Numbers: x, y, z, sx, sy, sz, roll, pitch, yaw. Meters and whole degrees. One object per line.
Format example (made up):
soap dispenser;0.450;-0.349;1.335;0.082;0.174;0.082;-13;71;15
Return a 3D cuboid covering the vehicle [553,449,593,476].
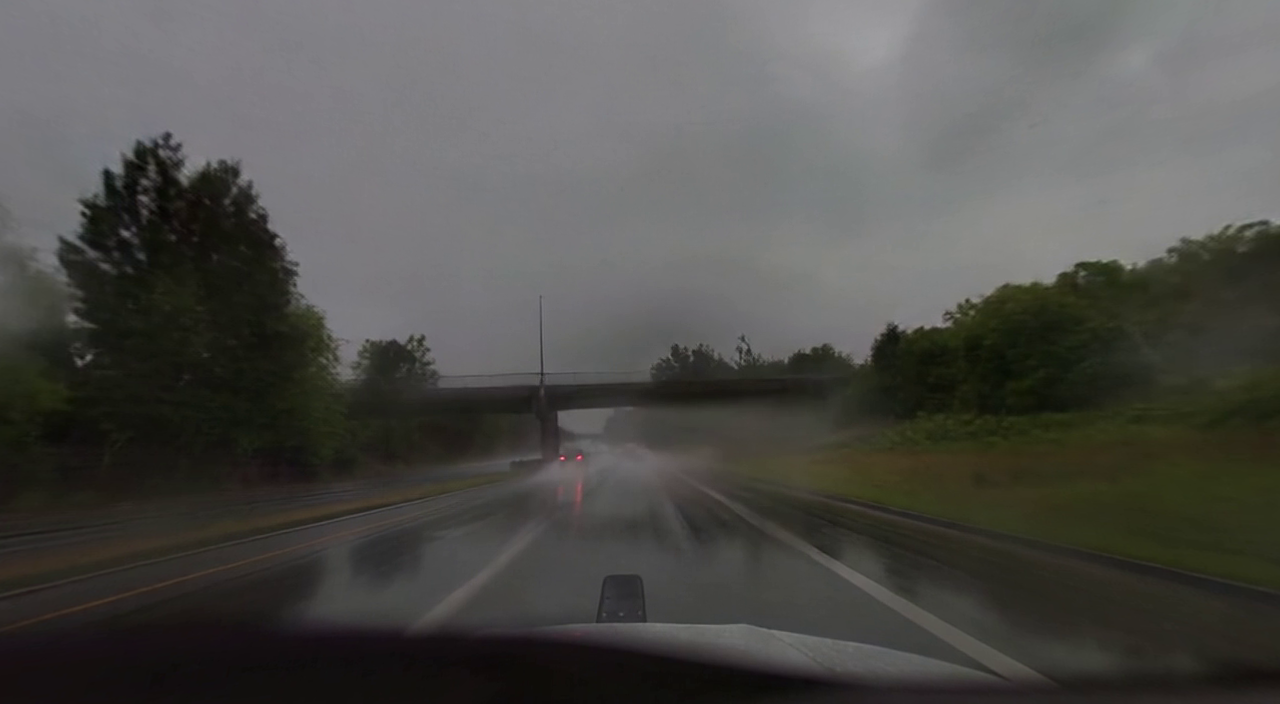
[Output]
vehicle;-4.262;7.053;40.595;2.076;1.637;4.526;0;-9;0
